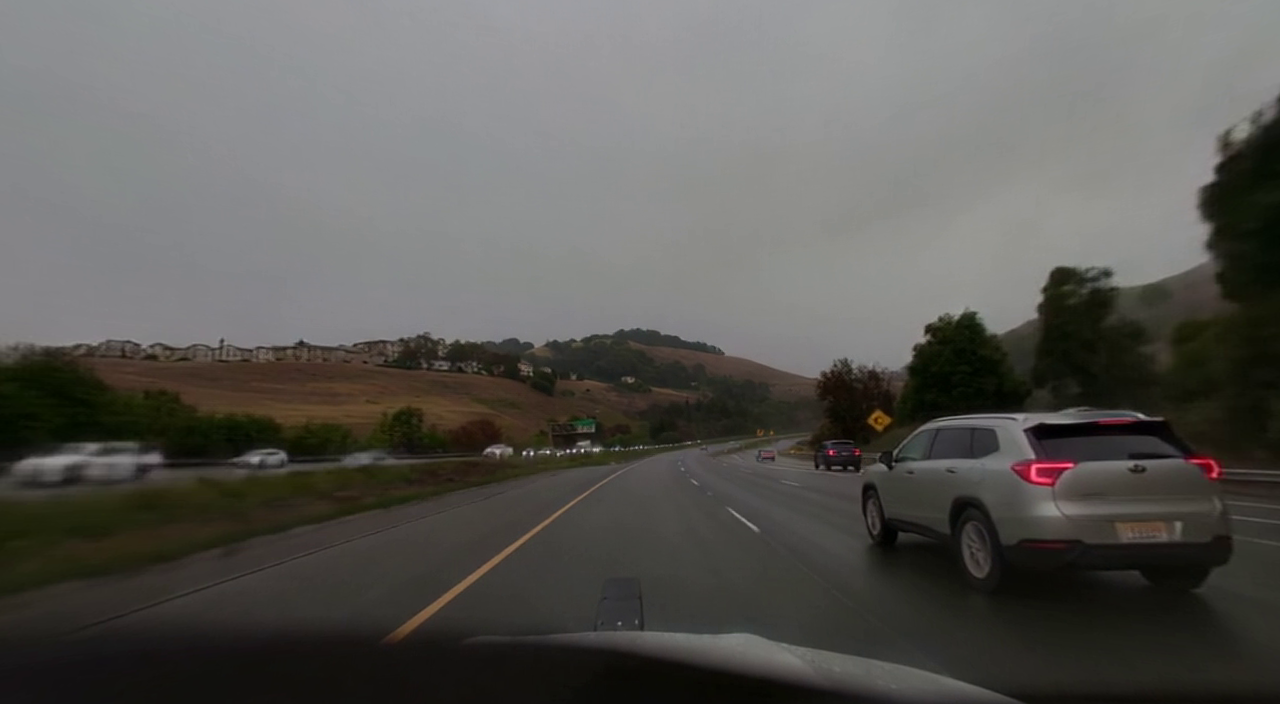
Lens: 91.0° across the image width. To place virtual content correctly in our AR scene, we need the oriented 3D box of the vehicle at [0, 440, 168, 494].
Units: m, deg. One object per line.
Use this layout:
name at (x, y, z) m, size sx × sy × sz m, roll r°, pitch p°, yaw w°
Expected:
vehicle at (-23.564, 4.828, 26.916) m, size 2.233 × 2.018 × 5.643 m, roll 0°, pitch -9°, yaw 1°

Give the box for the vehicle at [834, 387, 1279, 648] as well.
vehicle at (3.994, 1.473, 6.668) m, size 2.318 × 1.766 × 4.587 m, roll 0°, pitch -9°, yaw -1°

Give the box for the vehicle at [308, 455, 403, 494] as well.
vehicle at (-12.041, 5.181, 27.014) m, size 1.888 × 1.471 × 4.603 m, roll 0°, pitch -9°, yaw 1°
